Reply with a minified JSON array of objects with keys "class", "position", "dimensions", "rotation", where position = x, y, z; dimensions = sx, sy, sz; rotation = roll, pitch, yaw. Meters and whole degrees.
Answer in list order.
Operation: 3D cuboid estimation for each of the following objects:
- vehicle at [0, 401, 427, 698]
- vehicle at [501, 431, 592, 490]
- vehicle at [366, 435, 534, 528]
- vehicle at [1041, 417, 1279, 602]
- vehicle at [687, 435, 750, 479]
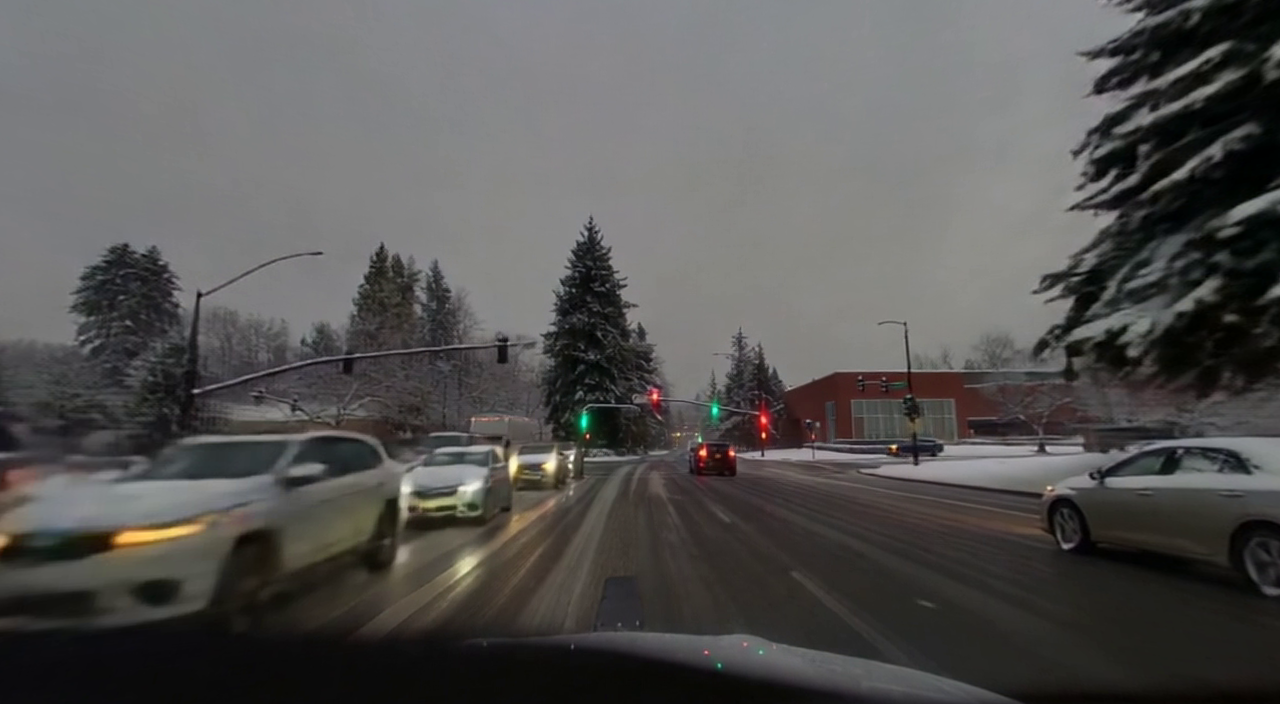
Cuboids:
[{"class":"vehicle","position":[-3.600,1.392,5.622],"dimensions":[1.948,1.595,4.256],"rotation":[0,-9,-1]},{"class":"vehicle","position":[-3.078,3.771,22.296],"dimensions":[2.313,1.752,6.152],"rotation":[0,-9,-1]},{"class":"vehicle","position":[-3.507,2.470,12.706],"dimensions":[1.923,1.494,4.672],"rotation":[0,-9,0]},{"class":"vehicle","position":[6.642,1.541,6.603],"dimensions":[2.000,1.618,4.238],"rotation":[0,-9,-1]},{"class":"vehicle","position":[3.384,4.633,28.197],"dimensions":[2.095,1.759,4.862],"rotation":[0,-9,-1]}]
